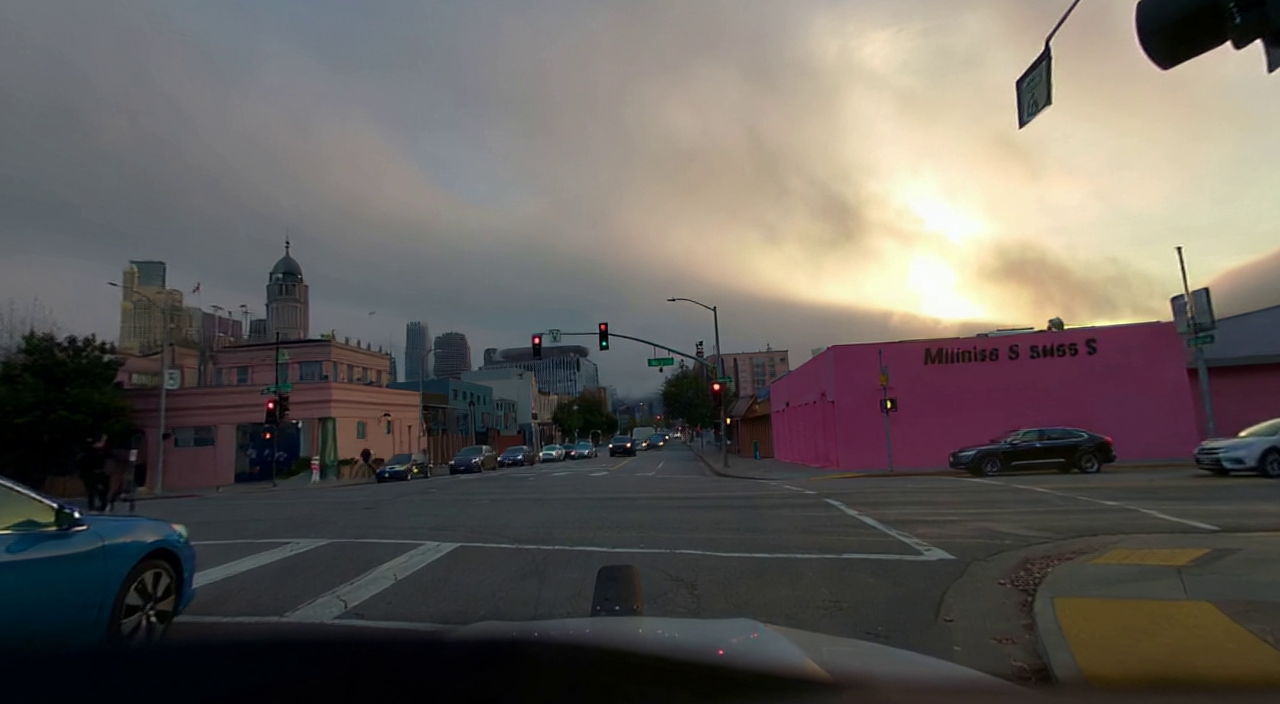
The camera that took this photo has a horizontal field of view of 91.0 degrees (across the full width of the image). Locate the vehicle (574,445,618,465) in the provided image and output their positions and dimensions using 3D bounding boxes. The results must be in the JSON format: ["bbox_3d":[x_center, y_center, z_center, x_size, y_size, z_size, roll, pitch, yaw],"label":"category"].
[{"bbox_3d":[-3.023,7.190,44.129,1.743,1.362,4.350,-2,-9,14],"label":"vehicle"}]

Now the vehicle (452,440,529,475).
[{"bbox_3d":[-8.405,5.980,36.032,2.152,1.825,5.406,-2,-9,12],"label":"vehicle"}]

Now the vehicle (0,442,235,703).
[{"bbox_3d":[-3.693,0.970,2.153,1.759,1.325,4.295,0,-9,0],"label":"vehicle"}]

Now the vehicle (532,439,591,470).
[{"bbox_3d":[-4.508,5.979,36.858,1.928,1.647,4.575,-2,-9,13],"label":"vehicle"}]

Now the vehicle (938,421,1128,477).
[{"bbox_3d":[11.566,2.892,18.801,4.355,1.546,1.820,-1,-9,6],"label":"vehicle"}]

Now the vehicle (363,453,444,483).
[{"bbox_3d":[-12.592,6.167,33.852,1.976,1.425,4.567,-1,-9,9],"label":"vehicle"}]
